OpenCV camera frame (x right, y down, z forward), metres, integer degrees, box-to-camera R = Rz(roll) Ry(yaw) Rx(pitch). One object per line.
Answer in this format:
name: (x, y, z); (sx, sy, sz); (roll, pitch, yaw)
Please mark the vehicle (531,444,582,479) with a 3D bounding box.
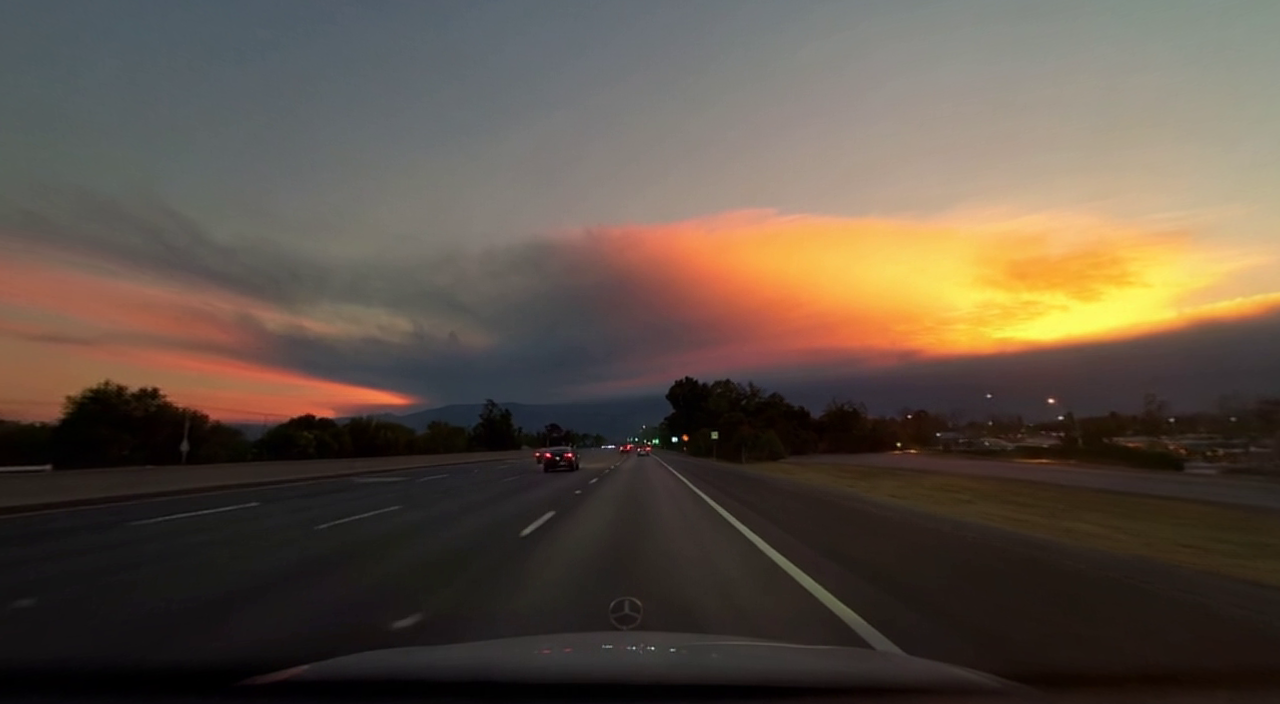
vehicle: (-3.827, 5.081, 29.468); (1.786, 1.488, 4.023); (0, -8, 1)
